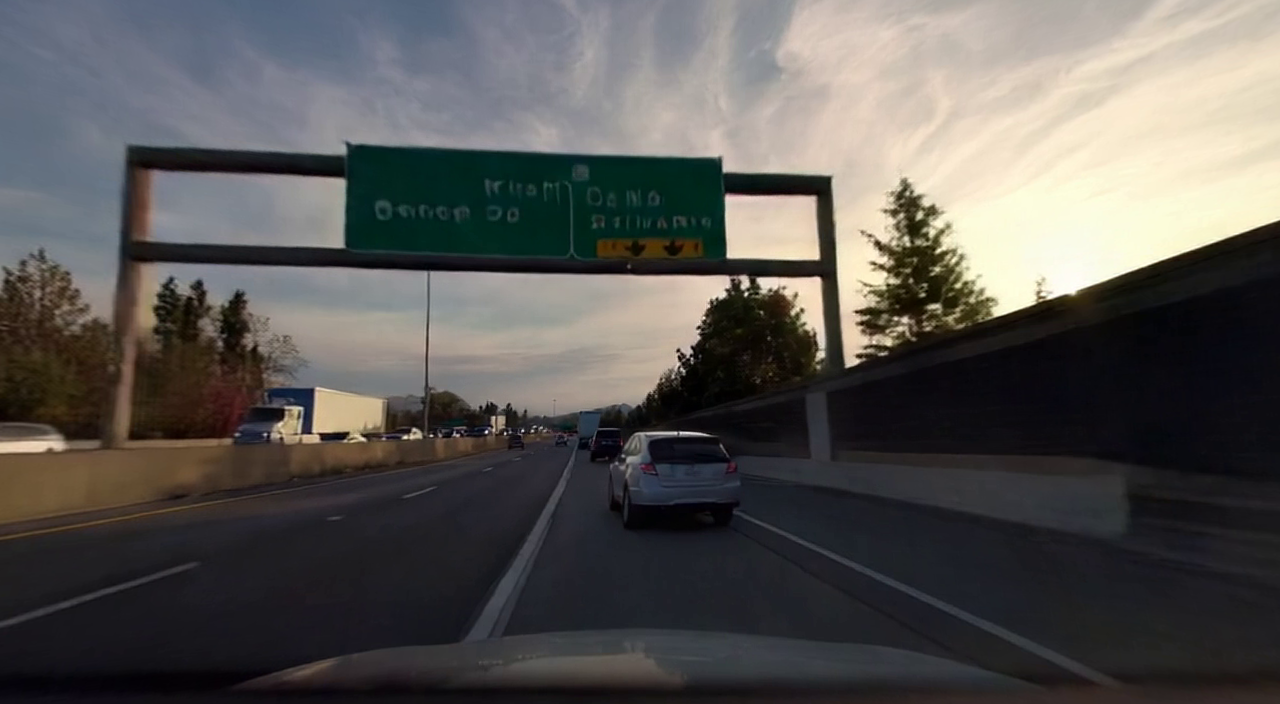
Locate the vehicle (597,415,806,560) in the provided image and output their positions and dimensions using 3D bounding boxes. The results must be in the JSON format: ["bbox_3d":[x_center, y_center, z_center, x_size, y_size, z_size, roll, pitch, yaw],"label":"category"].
[{"bbox_3d":[0.511,1.743,8.926,2.127,1.497,4.445,1,-8,-5],"label":"vehicle"}]

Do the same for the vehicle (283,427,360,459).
[{"bbox_3d":[-16.135,4.638,32.152,1.921,1.507,4.664,1,-8,-6],"label":"vehicle"}]

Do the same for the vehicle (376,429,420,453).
[{"bbox_3d":[-18.070,6.682,47.112,1.895,1.683,4.224,1,-8,-5],"label":"vehicle"}]

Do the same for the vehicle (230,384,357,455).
[{"bbox_3d":[-21.311,4.426,39.711,3.032,3.845,10.740,1,-8,-7],"label":"vehicle"}]
